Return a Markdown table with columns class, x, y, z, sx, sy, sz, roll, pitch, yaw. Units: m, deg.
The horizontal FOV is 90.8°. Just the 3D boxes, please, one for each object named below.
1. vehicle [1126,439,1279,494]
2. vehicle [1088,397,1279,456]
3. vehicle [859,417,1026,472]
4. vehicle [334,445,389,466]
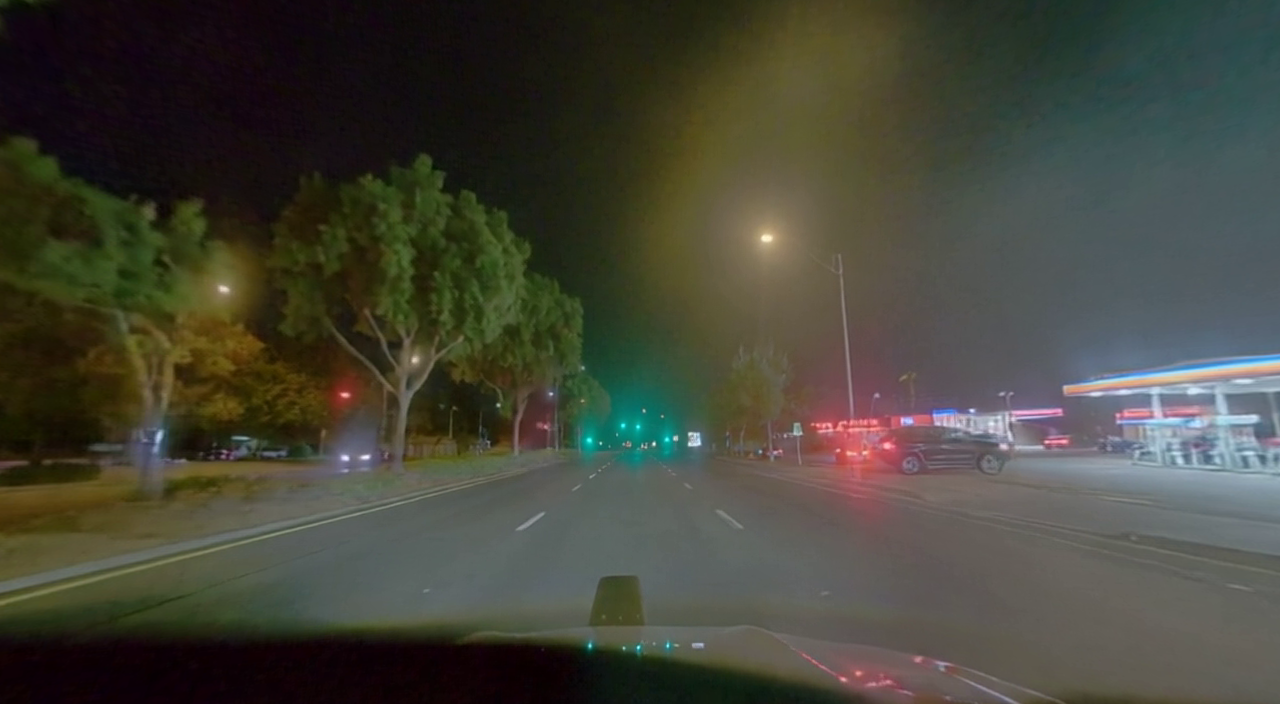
| class | x | y | z | sx | sy | sz | roll | pitch | yaw |
| --- | --- | --- | --- | --- | --- | --- | --- | --- | --- |
| vehicle | 17.648 | 3.450 | 19.353 | 1.815 | 1.471 | 4.398 | 0 | -9 | -3 |
| vehicle | 38.001 | 5.214 | 43.814 | 11.260 | 3.858 | 3.063 | 0 | -9 | 0 |
| vehicle | 13.300 | 4.135 | 28.160 | 6.063 | 2.313 | 2.534 | 0 | -8 | 1 |
| vehicle | -20.173 | 7.486 | 45.983 | 1.846 | 1.461 | 4.674 | 0 | -8 | 1 |
